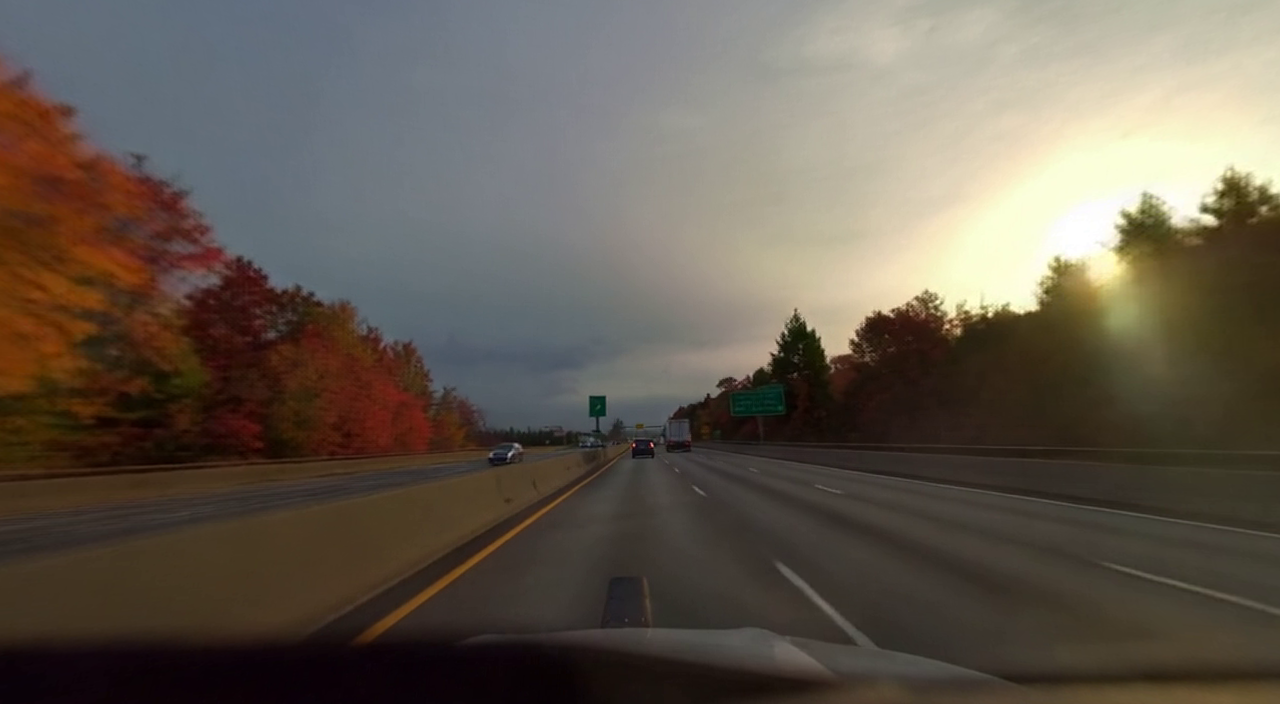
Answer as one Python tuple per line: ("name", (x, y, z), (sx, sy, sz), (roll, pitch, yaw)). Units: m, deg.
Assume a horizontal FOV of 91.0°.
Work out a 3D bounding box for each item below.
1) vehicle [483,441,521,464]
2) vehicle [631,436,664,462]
("vehicle", (-9.942, 7.268, 45.648), (1.887, 1.520, 3.936), (0, -8, 0))
("vehicle", (0.492, 5.998, 38.947), (1.924, 1.498, 3.817), (0, -8, 1))
